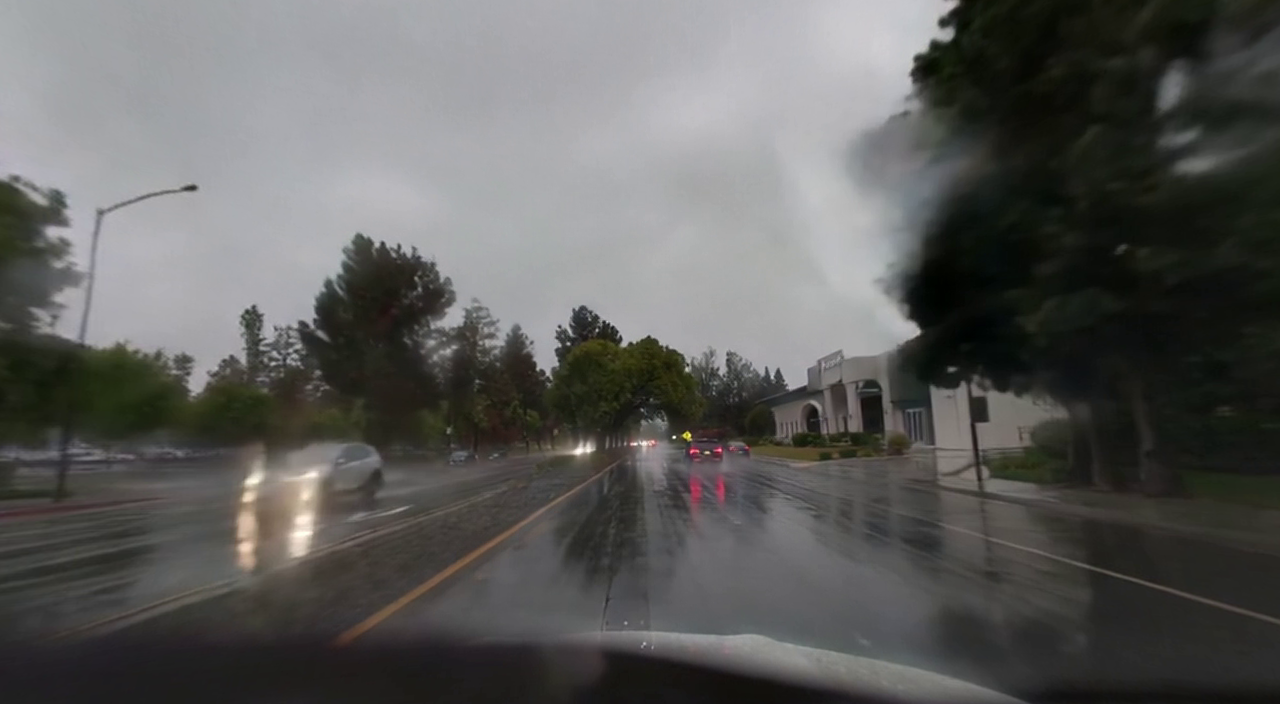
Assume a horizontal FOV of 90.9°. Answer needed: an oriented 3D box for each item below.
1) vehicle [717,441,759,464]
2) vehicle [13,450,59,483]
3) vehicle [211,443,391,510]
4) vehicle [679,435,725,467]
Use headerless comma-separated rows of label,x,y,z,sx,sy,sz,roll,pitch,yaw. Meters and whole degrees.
vehicle,6.675,6.872,43.291,2.100,1.491,4.563,0,-8,0
vehicle,-43.734,8.213,45.560,2.110,2.194,4.475,8,-11,-44
vehicle,-8.624,3.163,16.601,2.283,1.509,4.272,0,-8,1
vehicle,3.558,5.807,37.004,2.143,1.759,4.378,0,-8,-1
